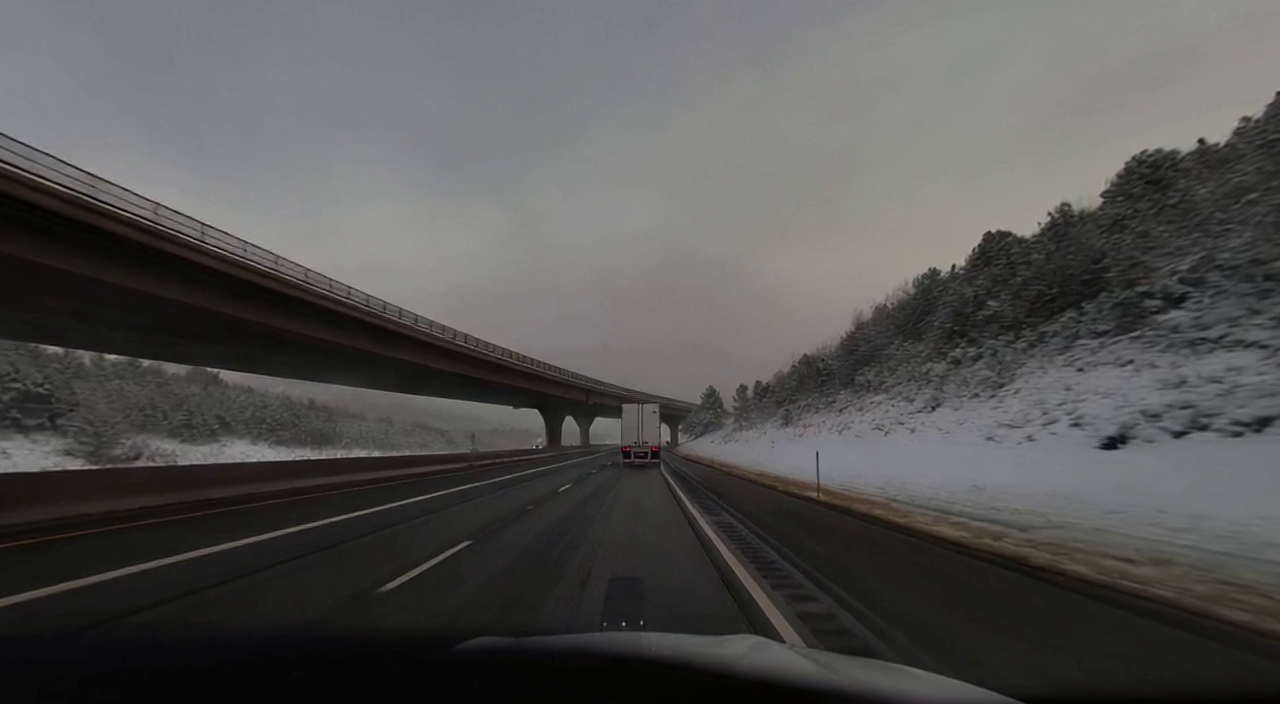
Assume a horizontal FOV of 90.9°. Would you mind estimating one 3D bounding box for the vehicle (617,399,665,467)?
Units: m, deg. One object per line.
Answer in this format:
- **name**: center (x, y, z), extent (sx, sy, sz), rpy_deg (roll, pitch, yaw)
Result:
- **vehicle**: center (0.005, 5.631, 43.215), extent (2.866, 4.014, 11.261), rpy_deg (0, -8, -1)
